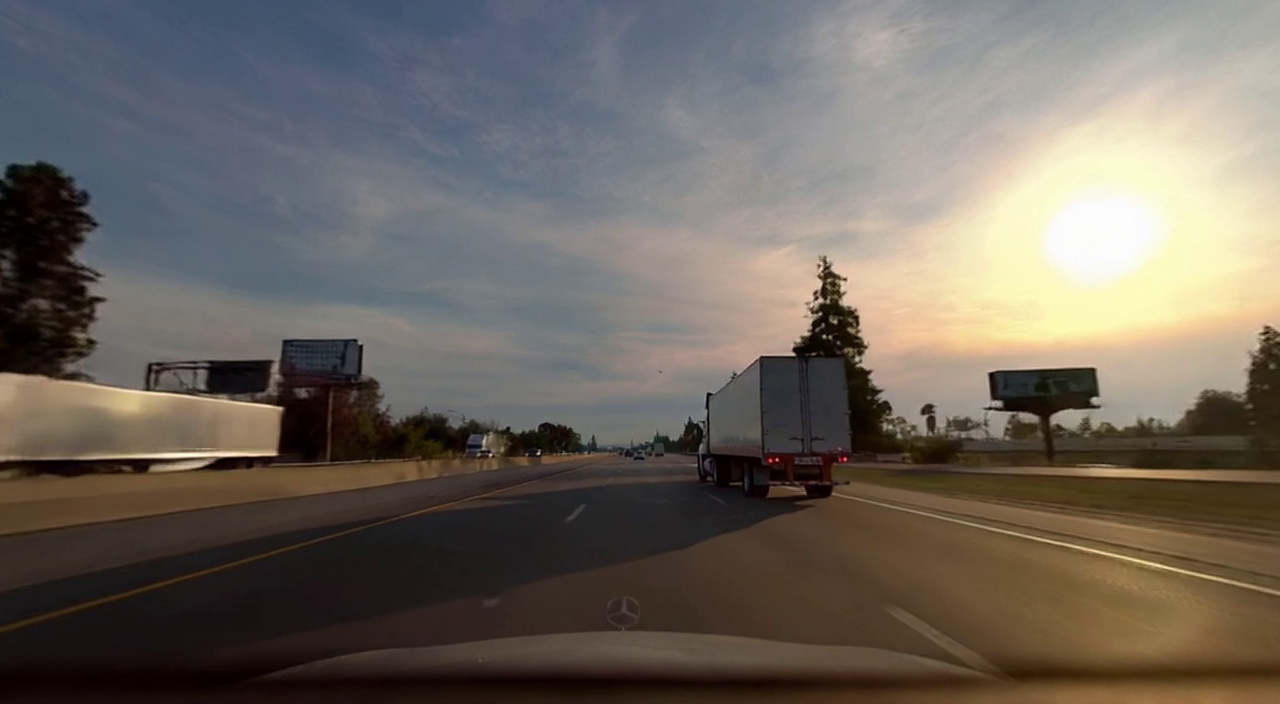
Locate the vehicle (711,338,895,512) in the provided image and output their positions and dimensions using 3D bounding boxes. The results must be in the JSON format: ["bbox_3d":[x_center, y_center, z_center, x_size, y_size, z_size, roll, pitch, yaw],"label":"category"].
[{"bbox_3d":[4.689,2.707,21.789,3.058,4.312,12.251,0,-9,0],"label":"vehicle"}]

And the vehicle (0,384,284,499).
[{"bbox_3d":[-20.385,3.882,27.053,3.135,3.778,12.388,0,-9,-1],"label":"vehicle"}]

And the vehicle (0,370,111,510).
[{"bbox_3d":[-20.389,2.672,18.987,3.367,4.049,6.073,0,-9,-1],"label":"vehicle"}]
